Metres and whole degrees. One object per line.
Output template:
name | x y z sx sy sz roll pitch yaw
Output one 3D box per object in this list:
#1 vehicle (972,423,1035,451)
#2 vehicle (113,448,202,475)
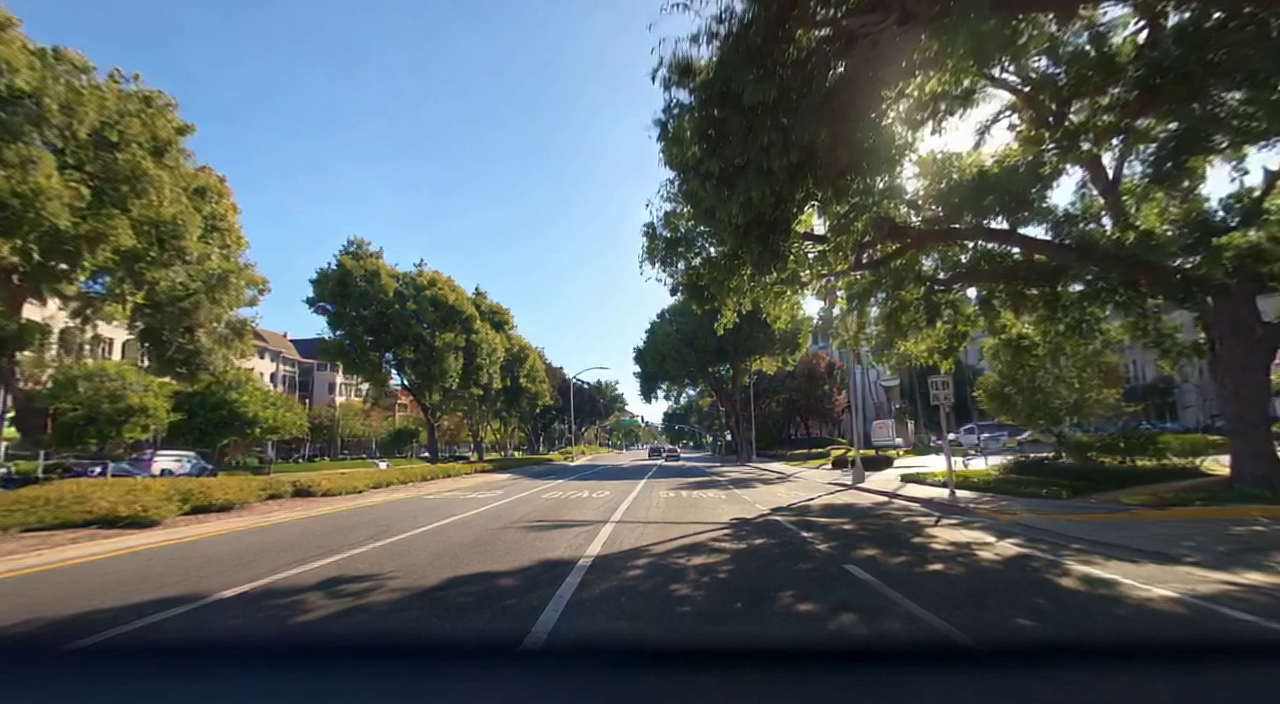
vehicle | 25.254 5.952 43.987 2.222 1.818 5.099 -2 -9 12
vehicle | -33.600 7.625 44.110 2.020 1.768 5.003 -1 -8 5
